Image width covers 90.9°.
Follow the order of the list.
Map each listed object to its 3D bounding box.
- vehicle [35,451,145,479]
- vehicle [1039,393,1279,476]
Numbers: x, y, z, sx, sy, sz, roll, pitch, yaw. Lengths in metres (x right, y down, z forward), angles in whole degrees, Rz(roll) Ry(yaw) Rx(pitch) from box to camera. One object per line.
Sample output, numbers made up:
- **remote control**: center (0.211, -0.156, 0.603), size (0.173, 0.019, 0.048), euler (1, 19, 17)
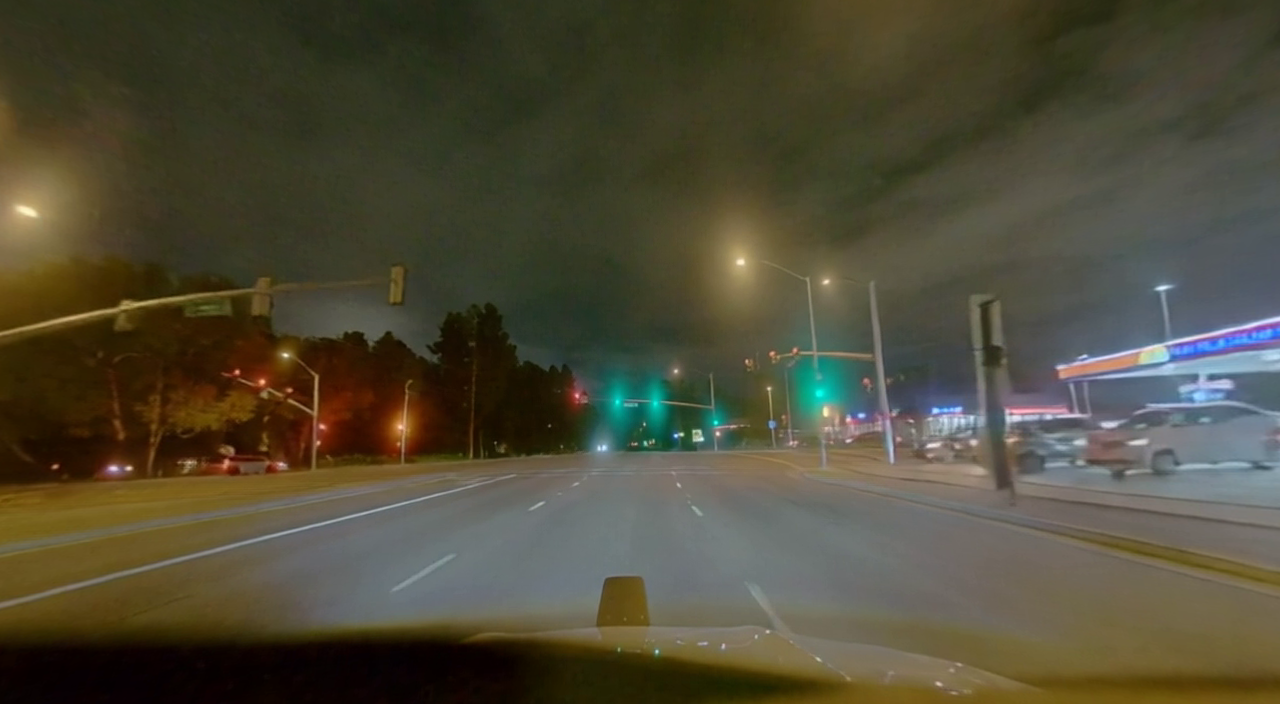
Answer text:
- **vehicle**: center (-34.150, 7.006, 39.259), size (4.774, 1.672, 1.936), euler (1, -8, -6)
- **vehicle**: center (13.391, 2.169, 16.409), size (4.454, 1.990, 2.124), euler (-1, -8, 7)
